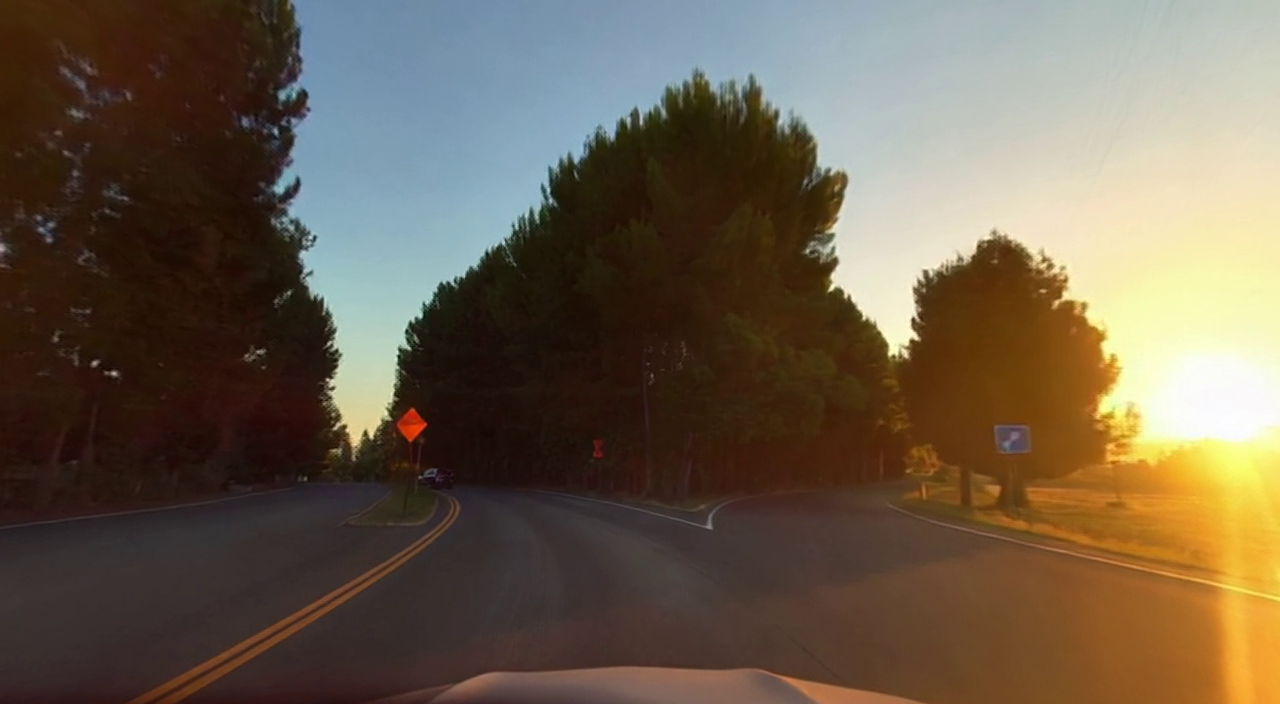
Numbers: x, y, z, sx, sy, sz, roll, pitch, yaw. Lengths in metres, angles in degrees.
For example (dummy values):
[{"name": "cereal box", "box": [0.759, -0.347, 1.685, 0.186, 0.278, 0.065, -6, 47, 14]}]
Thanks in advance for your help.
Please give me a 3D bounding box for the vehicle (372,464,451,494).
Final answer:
[{"name": "vehicle", "box": [-13.041, 7.281, 36.203, 1.889, 1.583, 3.992, -4, -12, 25]}]
